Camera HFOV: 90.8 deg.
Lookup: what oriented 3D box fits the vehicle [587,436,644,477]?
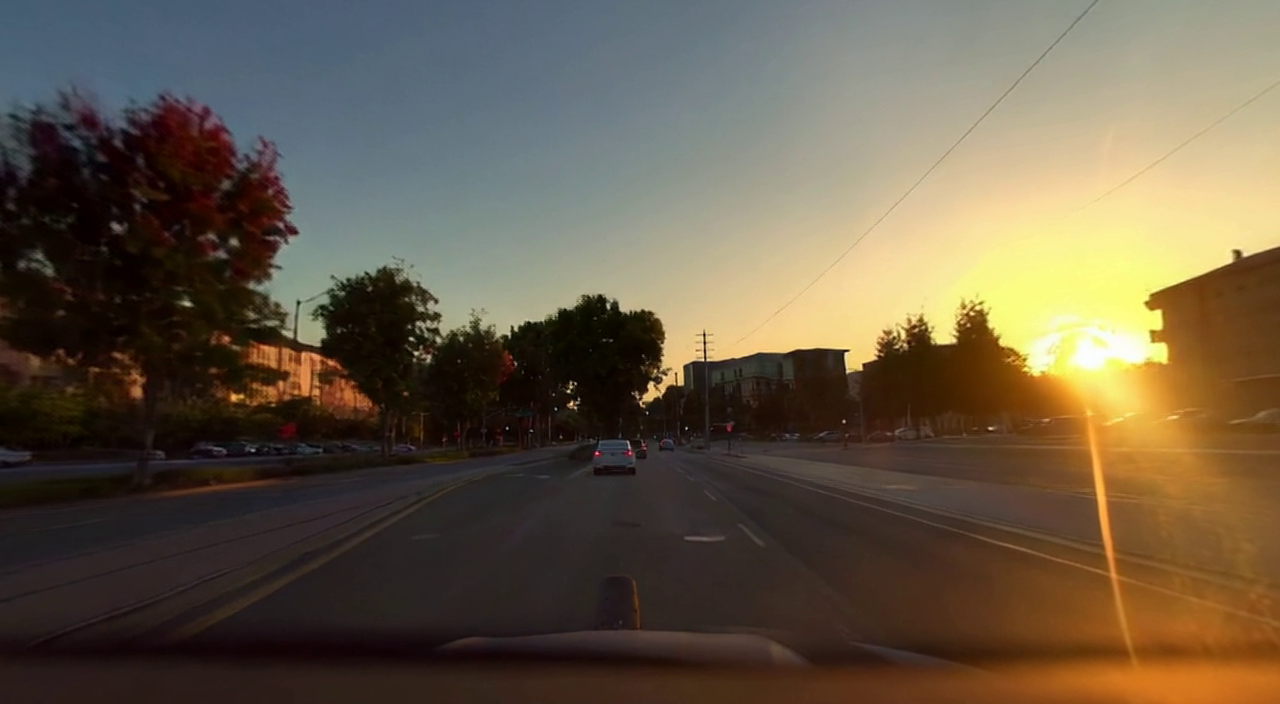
[{"bbox_3d":[-0.890,4.125,25.161,2.075,1.470,3.962,0,-8,0],"label":"vehicle"}]
